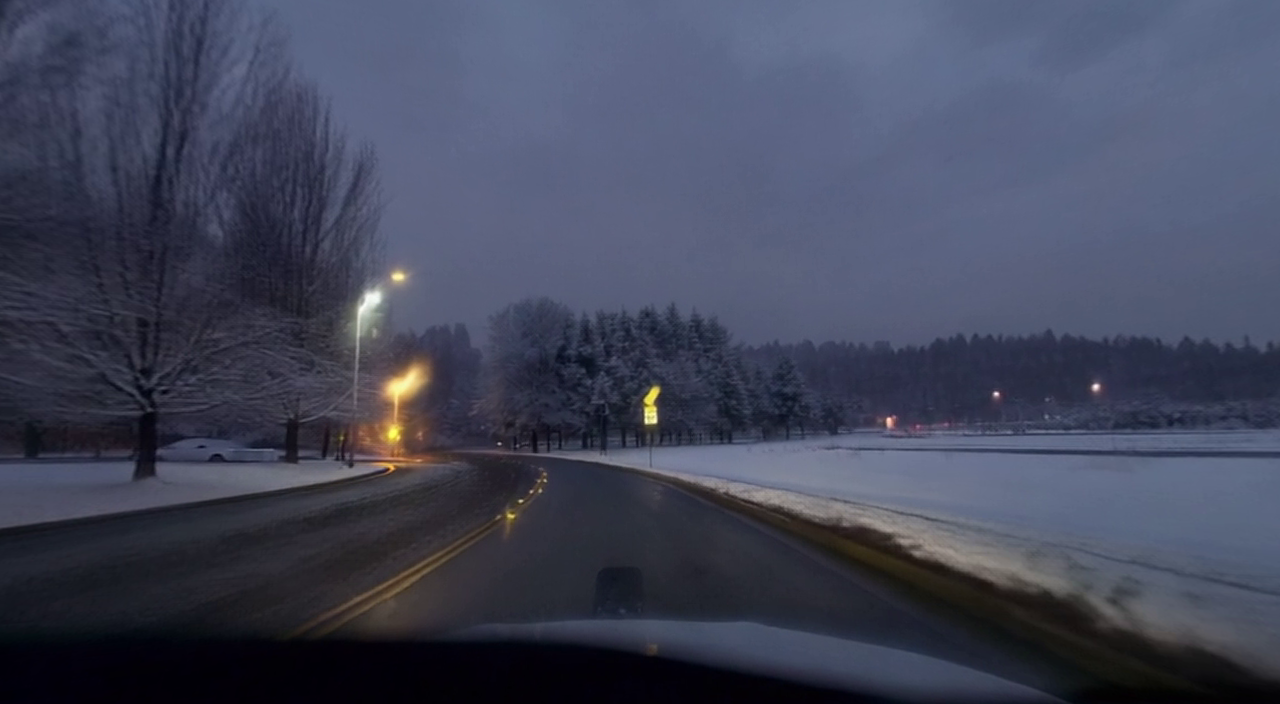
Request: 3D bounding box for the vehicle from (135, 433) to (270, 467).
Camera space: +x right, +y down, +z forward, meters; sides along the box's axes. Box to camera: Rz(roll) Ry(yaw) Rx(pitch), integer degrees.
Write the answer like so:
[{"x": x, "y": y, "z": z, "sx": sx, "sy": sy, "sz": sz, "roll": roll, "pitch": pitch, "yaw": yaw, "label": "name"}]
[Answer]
[{"x": -24.388, "y": 5.495, "z": 35.473, "sx": 5.613, "sy": 1.775, "sz": 2.357, "roll": 1, "pitch": -8, "yaw": -9, "label": "vehicle"}]
